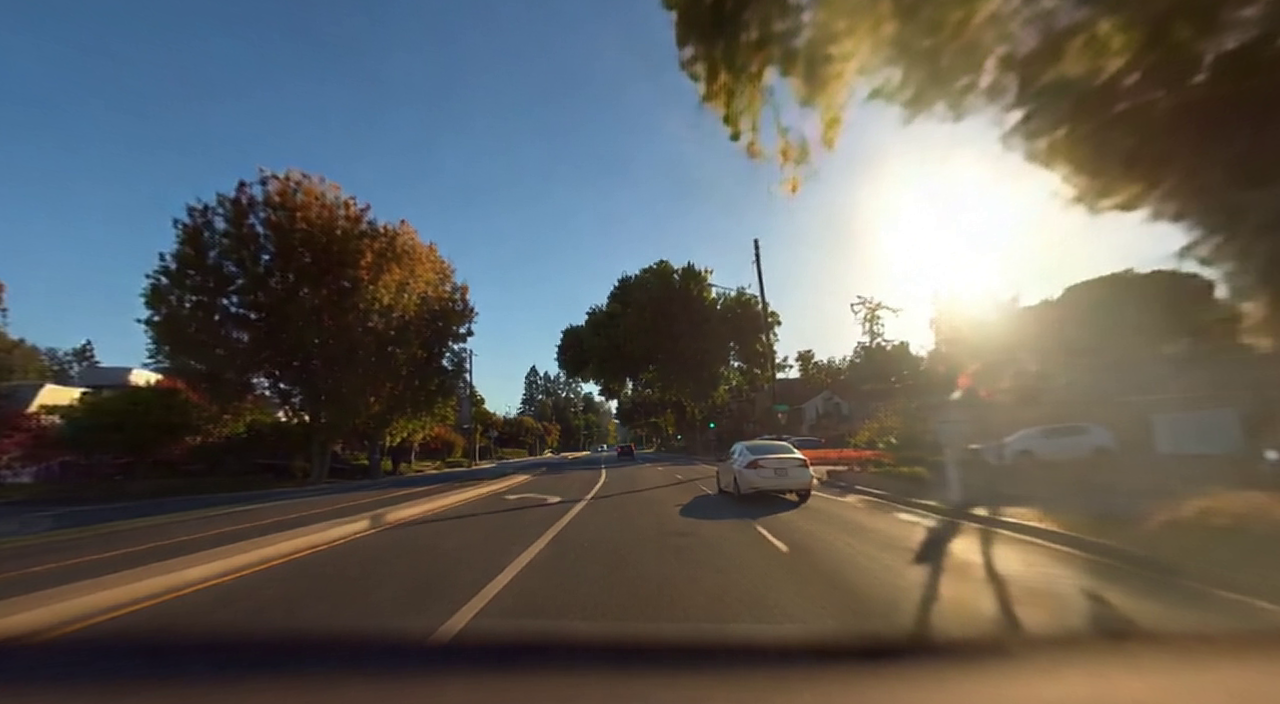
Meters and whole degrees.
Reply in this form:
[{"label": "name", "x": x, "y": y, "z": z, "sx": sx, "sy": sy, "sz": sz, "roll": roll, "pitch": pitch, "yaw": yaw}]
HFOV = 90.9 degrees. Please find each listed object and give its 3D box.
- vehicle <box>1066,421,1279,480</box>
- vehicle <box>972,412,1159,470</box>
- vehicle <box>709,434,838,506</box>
[{"label": "vehicle", "x": 13.993, "y": 2.547, "z": 16.351, "sx": 4.344, "sy": 1.387, "sz": 2.053, "roll": -1, "pitch": -8, "yaw": 1}, {"label": "vehicle", "x": 14.342, "y": 3.038, "z": 21.479, "sx": 4.788, "sy": 1.815, "sz": 2.114, "roll": 0, "pitch": -8, "yaw": -1}, {"label": "vehicle", "x": 3.043, "y": 2.796, "z": 15.438, "sx": 2.134, "sy": 1.476, "sz": 4.327, "roll": 0, "pitch": -8, "yaw": -1}]
